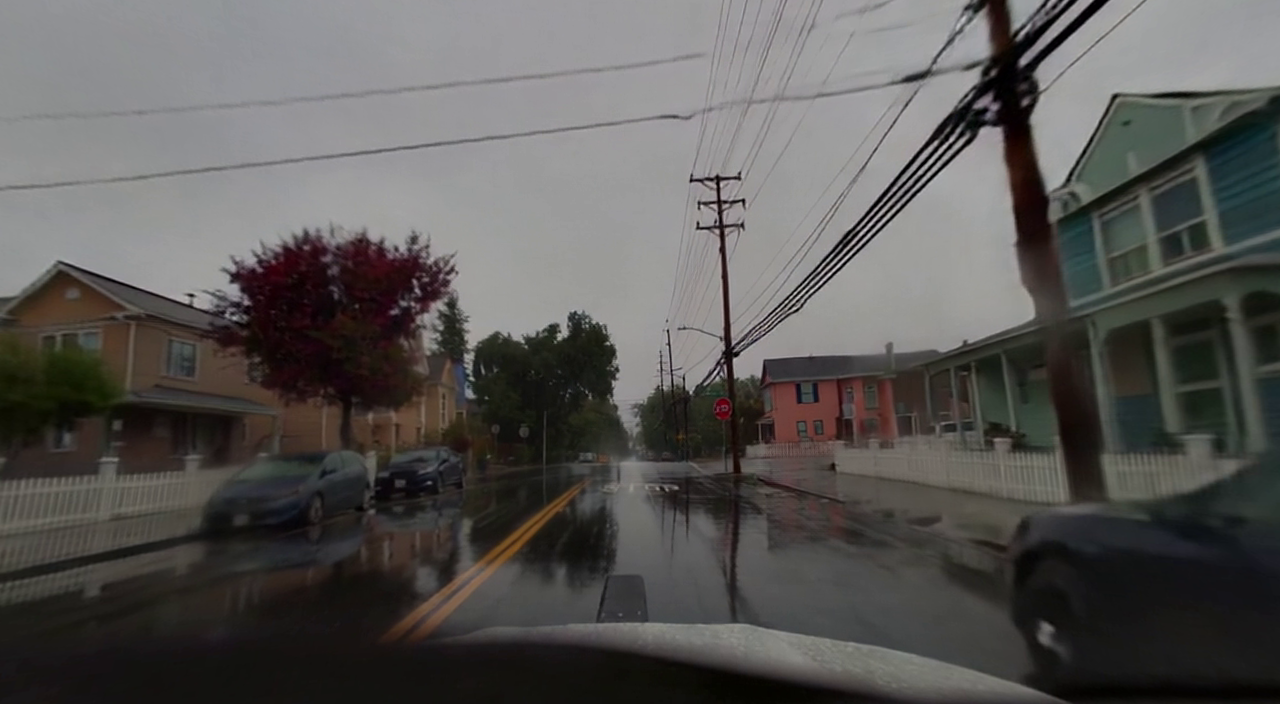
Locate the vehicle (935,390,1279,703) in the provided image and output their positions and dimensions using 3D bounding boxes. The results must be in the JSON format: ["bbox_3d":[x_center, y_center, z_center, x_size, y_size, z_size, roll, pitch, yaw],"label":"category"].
[{"bbox_3d":[3.340,0.913,2.311,1.963,1.536,5.446,0,-8,1],"label":"vehicle"}]

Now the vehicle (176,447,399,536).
[{"bbox_3d":[-6.855,2.710,13.011,2.056,1.481,4.451,0,-8,-1],"label":"vehicle"}]

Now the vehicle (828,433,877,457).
[{"bbox_3d":[15.754,6.928,47.059,2.025,1.689,4.342,0,-9,-2],"label":"vehicle"}]

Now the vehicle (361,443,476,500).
[{"bbox_3d":[-6.732,3.644,19.743,2.026,1.560,4.062,0,-8,2],"label":"vehicle"}]
